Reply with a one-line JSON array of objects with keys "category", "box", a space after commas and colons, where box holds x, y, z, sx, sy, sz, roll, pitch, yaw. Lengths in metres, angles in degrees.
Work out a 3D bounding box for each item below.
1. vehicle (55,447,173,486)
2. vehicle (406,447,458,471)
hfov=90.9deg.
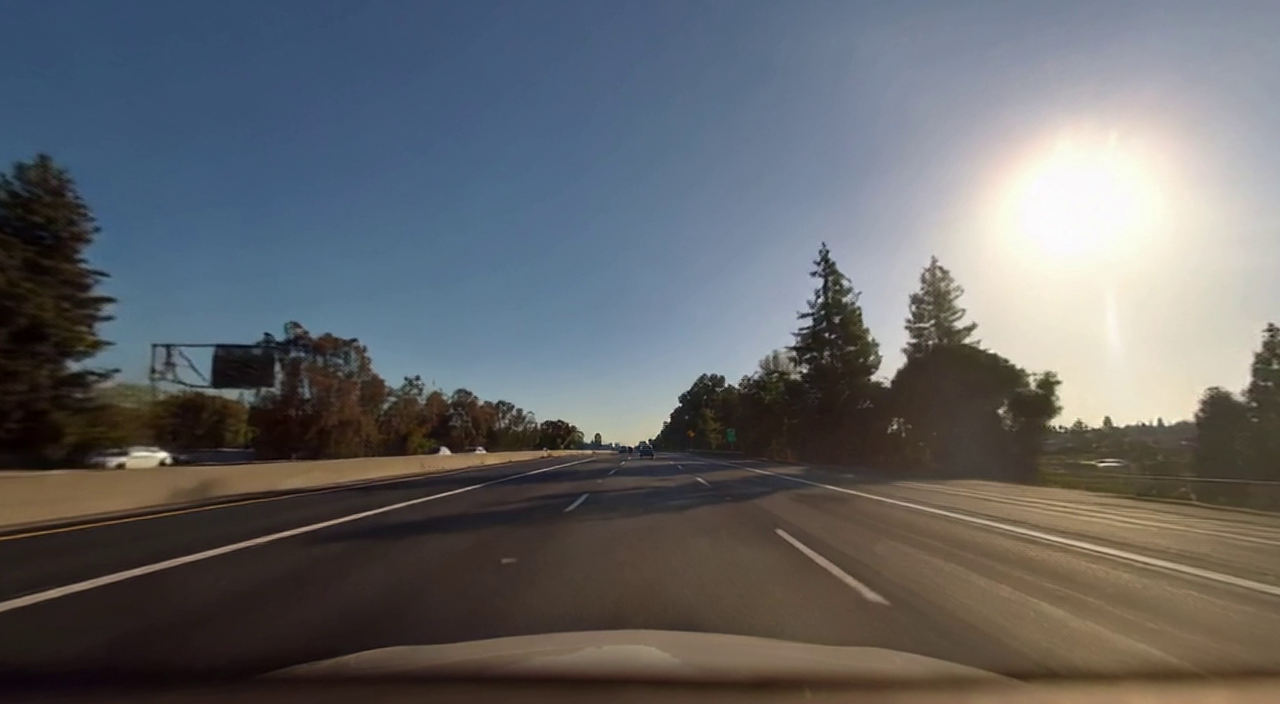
[{"category": "vehicle", "box": [-27.906, 6.052, 33.702, 2.048, 1.845, 4.924, -2, -8, 0]}, {"category": "vehicle", "box": [-13.374, 6.869, 40.800, 1.925, 1.449, 4.179, 0, -8, 1]}]
